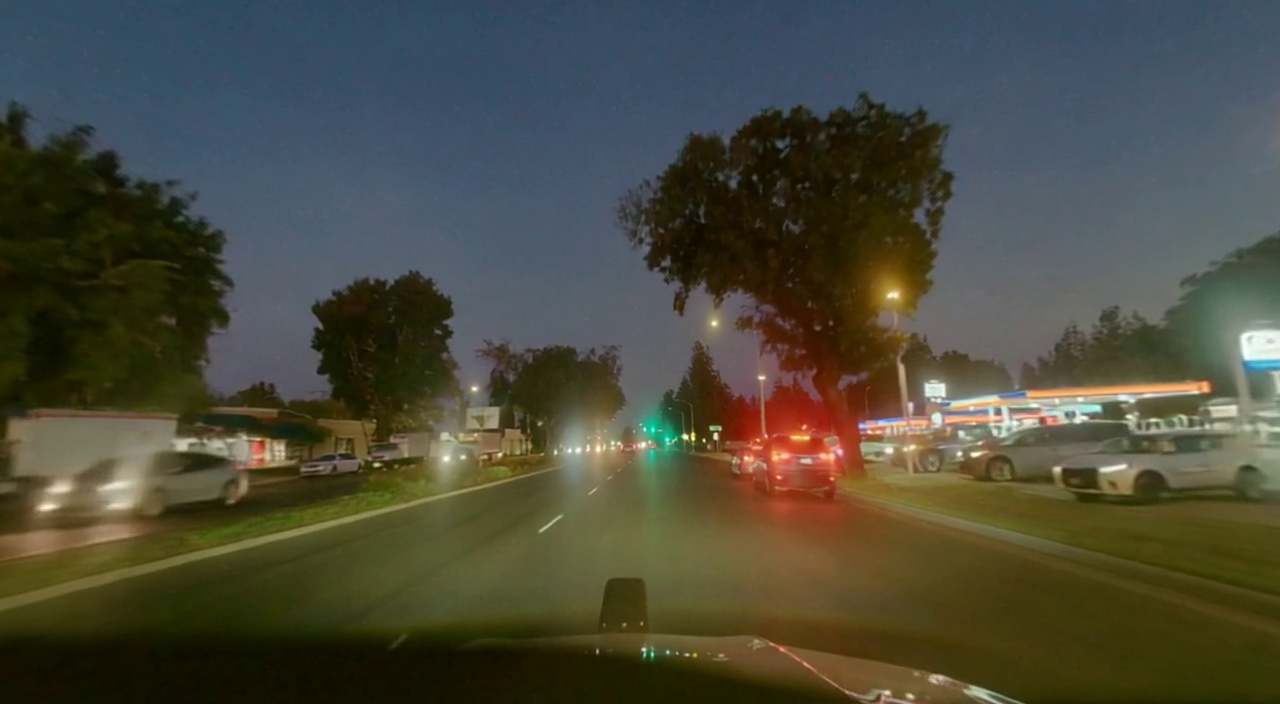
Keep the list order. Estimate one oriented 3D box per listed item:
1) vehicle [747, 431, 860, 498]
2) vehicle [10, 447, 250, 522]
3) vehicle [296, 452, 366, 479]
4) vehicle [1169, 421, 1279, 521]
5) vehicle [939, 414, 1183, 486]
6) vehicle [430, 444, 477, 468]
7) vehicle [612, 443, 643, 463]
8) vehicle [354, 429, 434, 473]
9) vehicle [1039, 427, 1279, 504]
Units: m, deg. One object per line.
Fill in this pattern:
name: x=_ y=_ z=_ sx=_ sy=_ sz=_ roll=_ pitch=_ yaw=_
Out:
vehicle: x=4.623 y=3.252 z=18.594 sx=2.179 sy=1.709 sz=4.512 roll=0 pitch=-9 yaw=1
vehicle: x=-11.200 y=2.895 z=14.349 sx=1.801 sy=1.407 sz=4.270 roll=-1 pitch=-9 yaw=2
vehicle: x=-18.348 y=6.720 z=37.692 sx=1.817 sy=1.460 sz=4.524 roll=0 pitch=-9 yaw=1
vehicle: x=11.863 y=1.914 z=10.410 sx=4.435 sy=1.491 sz=1.882 roll=-1 pitch=-8 yaw=2
vehicle: x=11.981 y=2.834 z=18.323 sx=5.404 sy=1.914 sz=2.159 roll=-1 pitch=-9 yaw=4
vehicle: x=-13.660 y=7.618 z=46.418 sx=1.977 sy=1.619 sz=4.612 roll=-1 pitch=-9 yaw=1
vehicle: x=-0.904 y=7.561 z=47.175 sx=1.959 sy=1.406 sz=4.272 roll=-1 pitch=-9 yaw=3
vehicle: x=-18.051 y=7.322 z=46.859 sx=2.837 sy=2.953 sz=7.214 roll=-1 pitch=-9 yaw=2
vehicle: x=11.116 y=2.322 z=13.090 sx=4.328 sy=1.455 sz=1.884 roll=-1 pitch=-9 yaw=1
